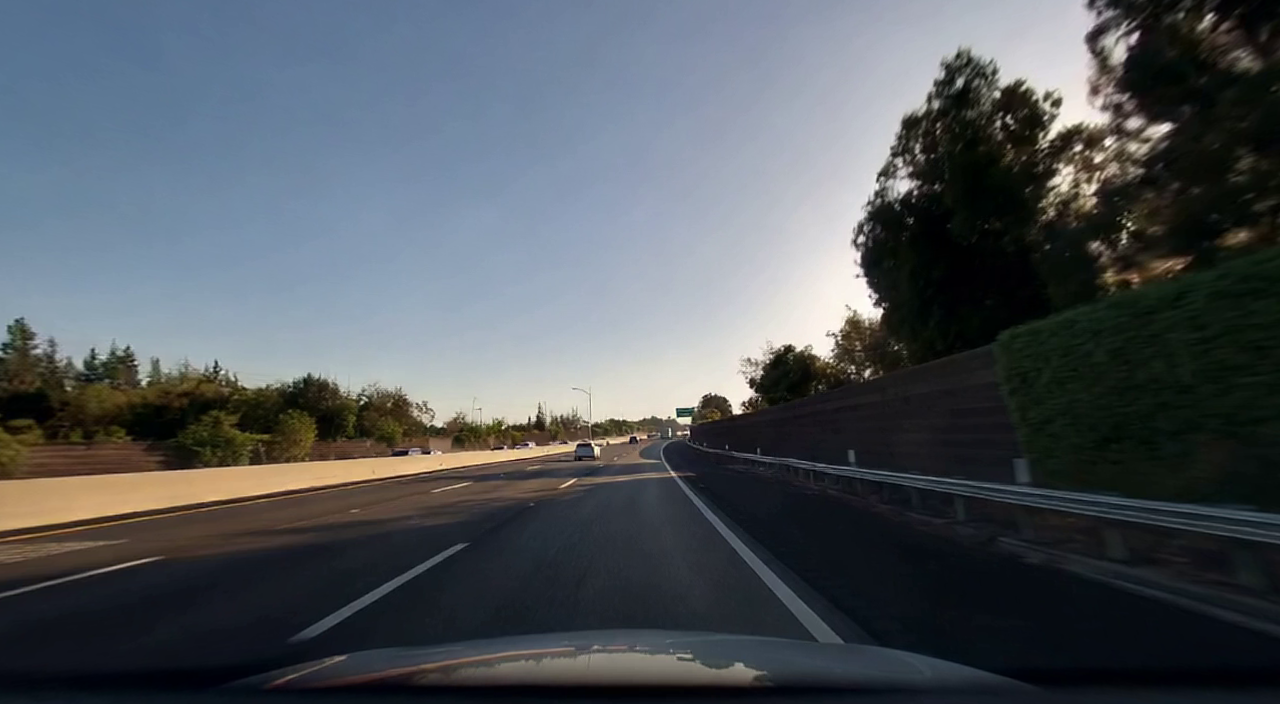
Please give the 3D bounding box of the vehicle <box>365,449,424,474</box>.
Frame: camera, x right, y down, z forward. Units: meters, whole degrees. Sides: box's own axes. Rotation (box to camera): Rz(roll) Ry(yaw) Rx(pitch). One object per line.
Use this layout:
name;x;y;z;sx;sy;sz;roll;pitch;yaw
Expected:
vehicle;-16.272;7.250;41.835;1.931;1.542;4.509;-1;-9;3

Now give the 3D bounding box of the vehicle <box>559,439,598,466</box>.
vehicle;-3.848;6.390;39.954;1.998;1.584;4.005;0;-9;1
